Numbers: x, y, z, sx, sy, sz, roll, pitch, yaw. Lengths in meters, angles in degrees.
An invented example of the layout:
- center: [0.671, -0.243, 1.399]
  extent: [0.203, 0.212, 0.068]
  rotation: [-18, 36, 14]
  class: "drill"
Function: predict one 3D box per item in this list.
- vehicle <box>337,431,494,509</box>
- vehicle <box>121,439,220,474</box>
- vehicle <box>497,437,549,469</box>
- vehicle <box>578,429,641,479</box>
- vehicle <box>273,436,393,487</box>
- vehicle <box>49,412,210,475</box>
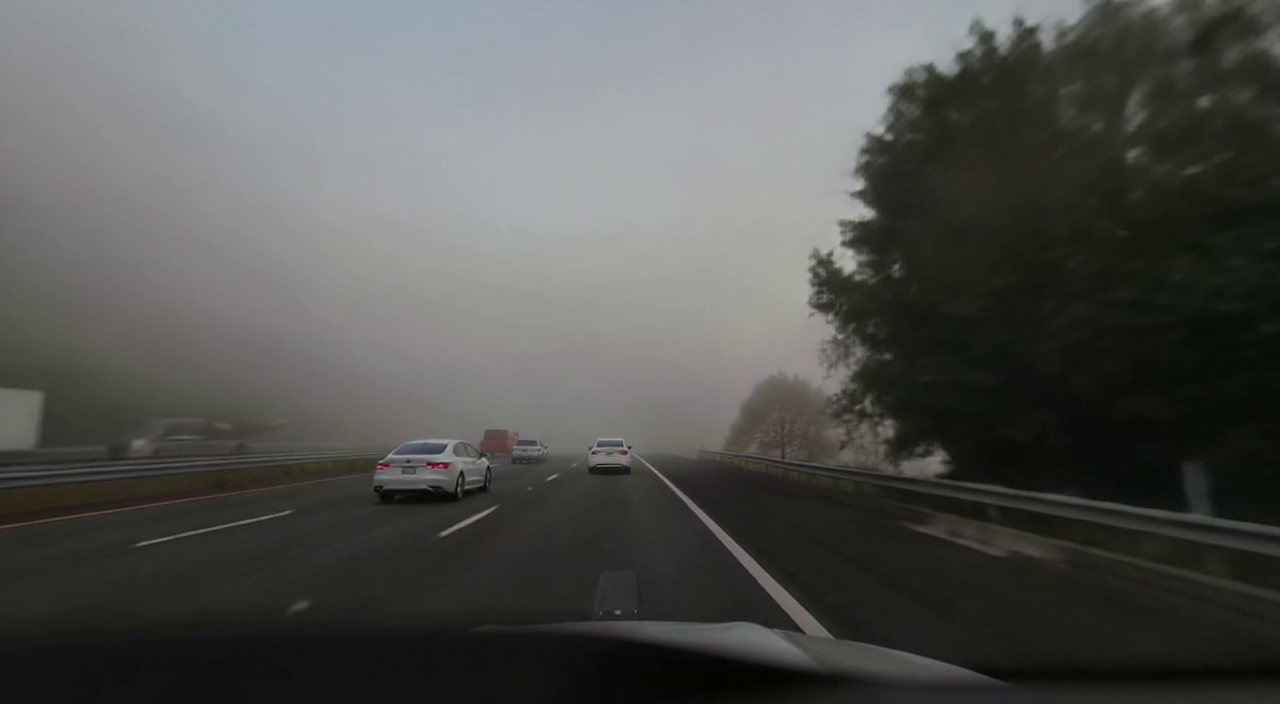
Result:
- center: [-4.802, 2.553, 14.241]
  extent: [1.971, 1.464, 4.386]
  rotation: [0, -8, 0]
  class: "vehicle"
- center: [-22.080, 4.879, 29.760]
  extent: [1.759, 1.510, 3.857]
  rotation: [0, -8, -2]
  class: "vehicle"
- center: [-5.611, 4.877, 30.580]
  extent: [1.835, 1.432, 3.835]
  rotation: [0, -8, -1]
  class: "vehicle"
- center: [-1.110, 3.750, 23.464]
  extent: [2.178, 1.658, 3.916]
  rotation: [0, -8, -2]
  class: "vehicle"
- center: [-9.522, 3.384, 19.890]
  extent: [1.850, 1.439, 3.932]
  rotation: [0, -8, -1]
  class: "vehicle"
- center: [-26.326, 4.741, 32.967]
  extent: [2.611, 2.933, 6.960]
  rotation: [0, -8, -1]
  class: "vehicle"
